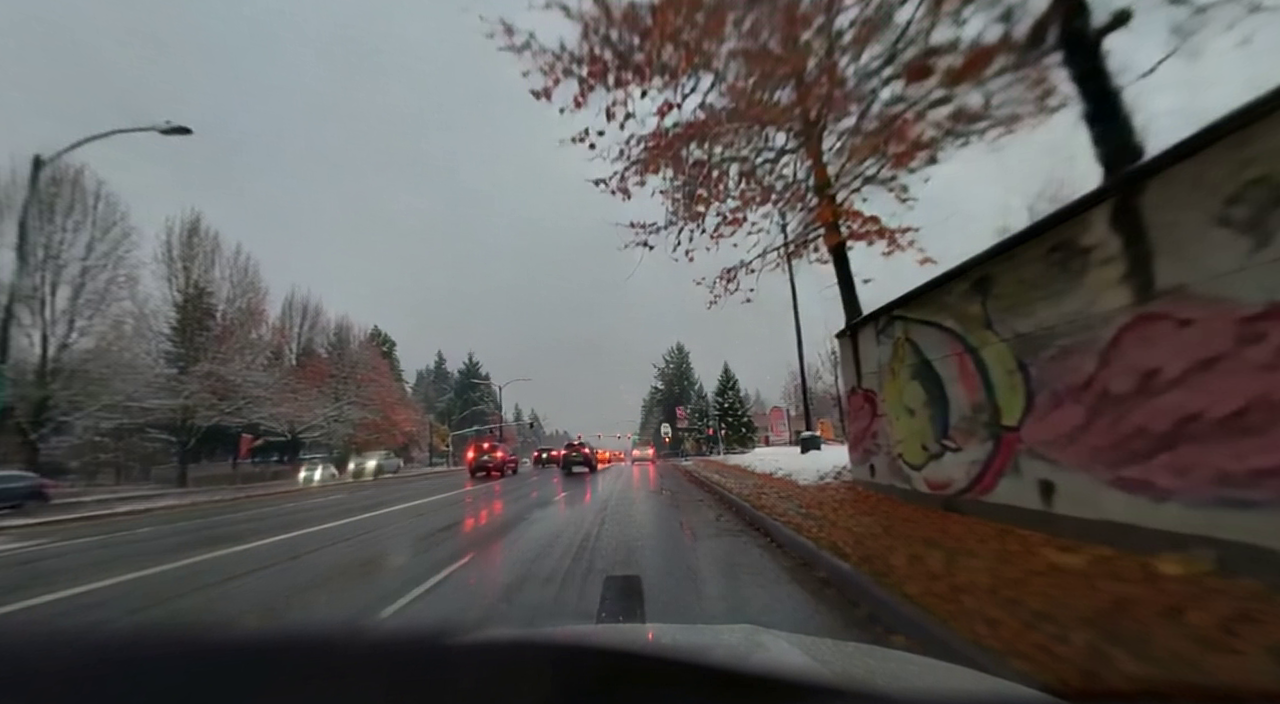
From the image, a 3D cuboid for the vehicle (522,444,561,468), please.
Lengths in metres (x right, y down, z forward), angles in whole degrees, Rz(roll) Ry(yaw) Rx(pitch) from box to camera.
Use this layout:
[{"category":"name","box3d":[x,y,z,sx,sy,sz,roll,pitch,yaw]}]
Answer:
[{"category":"vehicle","box3d":[-7.446,7.901,47.909,2.069,1.719,4.441,0,-9,2]}]

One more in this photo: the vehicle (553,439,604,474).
[{"category":"vehicle","box3d":[-3.158,5.499,33.338,2.165,1.663,4.513,0,-9,1]}]

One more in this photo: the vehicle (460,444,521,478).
[{"category":"vehicle","box3d":[-7.480,5.479,31.930,1.932,1.596,4.247,0,-9,1]}]

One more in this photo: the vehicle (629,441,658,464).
[{"category":"vehicle","box3d":[0.236,7.821,48.973,2.144,1.704,4.028,1,-9,-1]}]
